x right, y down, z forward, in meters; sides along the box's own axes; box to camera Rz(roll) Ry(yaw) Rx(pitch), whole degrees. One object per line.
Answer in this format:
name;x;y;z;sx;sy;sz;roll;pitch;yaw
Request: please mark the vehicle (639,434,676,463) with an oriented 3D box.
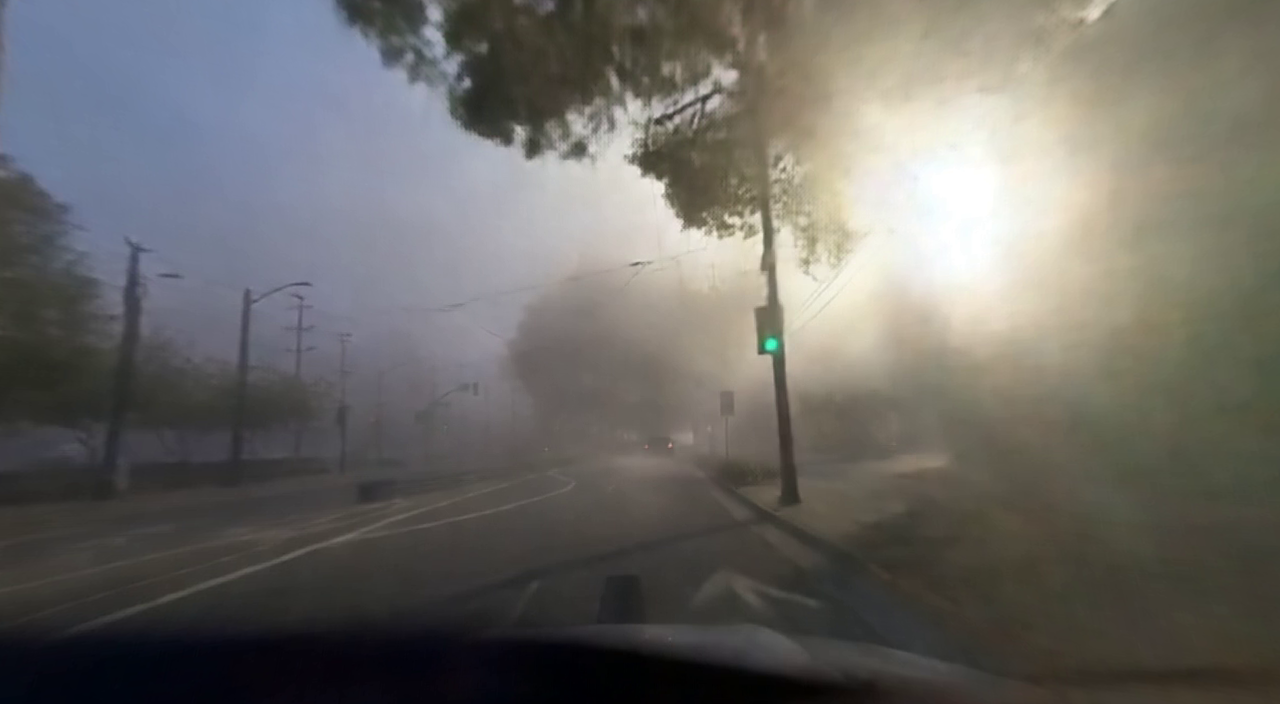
vehicle;1.046;5.740;37.630;2.105;1.611;3.750;0;-8;2
